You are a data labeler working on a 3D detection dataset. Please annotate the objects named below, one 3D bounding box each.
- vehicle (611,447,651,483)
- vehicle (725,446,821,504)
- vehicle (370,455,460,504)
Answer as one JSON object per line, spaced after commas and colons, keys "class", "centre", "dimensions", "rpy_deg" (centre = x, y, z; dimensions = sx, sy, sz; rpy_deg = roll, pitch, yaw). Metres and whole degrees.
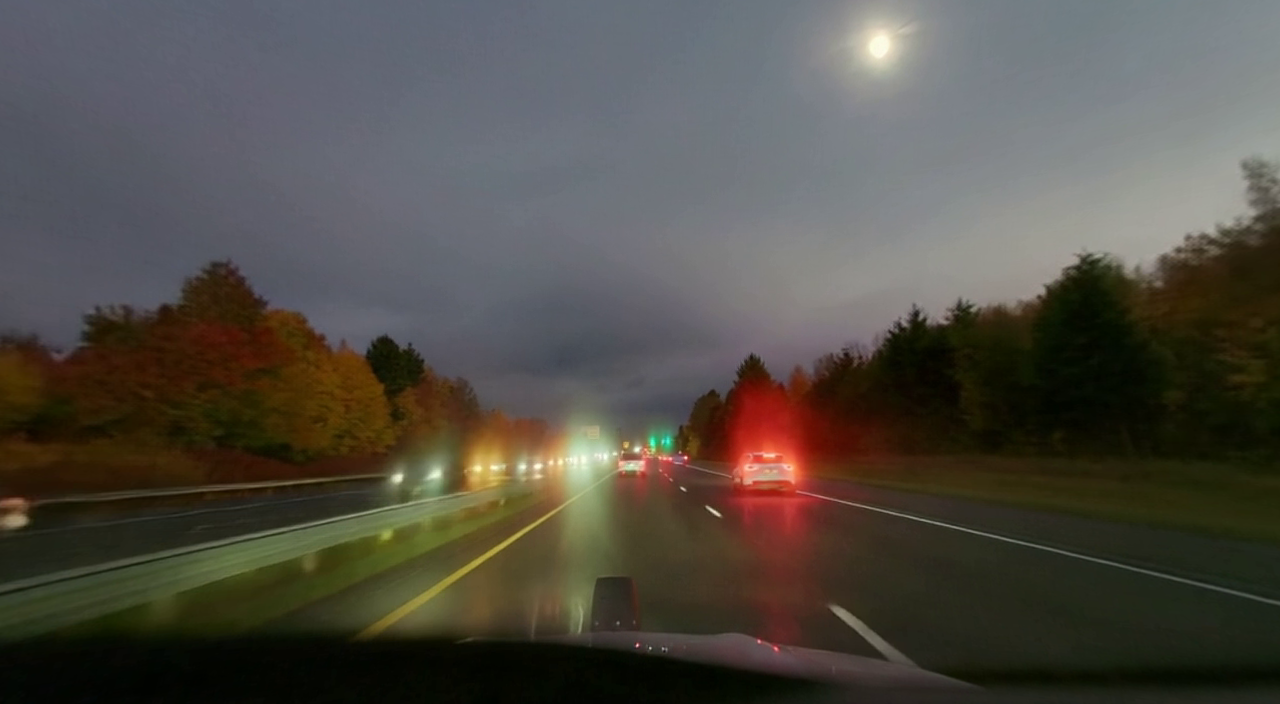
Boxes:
{"class": "vehicle", "centre": [-0.438, 5.805, 32.458], "dimensions": [1.937, 1.699, 3.936], "rpy_deg": [-1, -9, 0]}
{"class": "vehicle", "centre": [3.788, 3.557, 18.616], "dimensions": [1.843, 1.505, 4.339], "rpy_deg": [0, -9, -1]}
{"class": "vehicle", "centre": [-9.078, 5.149, 25.732], "dimensions": [1.932, 1.738, 4.571], "rpy_deg": [-1, -9, 1]}
